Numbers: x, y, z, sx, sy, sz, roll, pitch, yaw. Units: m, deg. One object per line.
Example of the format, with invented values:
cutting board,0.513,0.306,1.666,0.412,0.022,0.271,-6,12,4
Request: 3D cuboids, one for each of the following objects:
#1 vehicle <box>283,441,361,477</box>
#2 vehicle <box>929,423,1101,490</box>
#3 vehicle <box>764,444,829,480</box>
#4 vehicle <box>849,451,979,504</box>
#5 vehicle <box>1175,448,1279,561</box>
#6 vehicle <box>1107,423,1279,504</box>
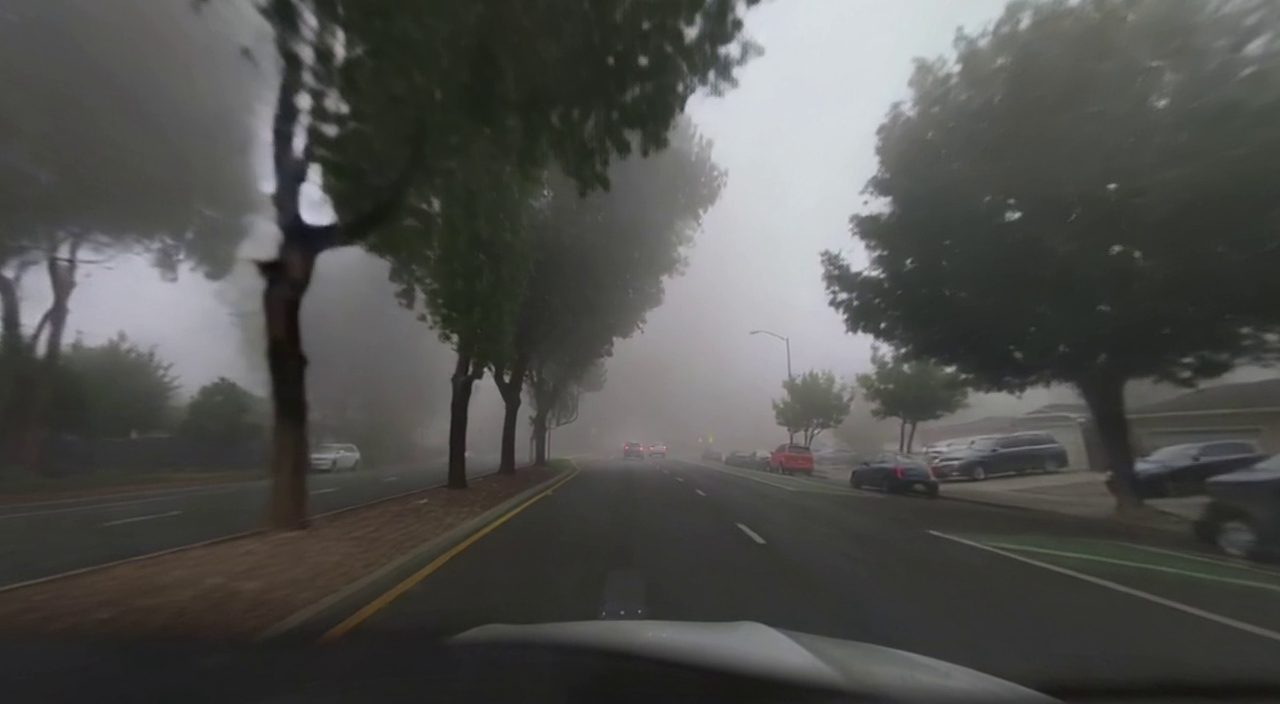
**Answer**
vehicle,-18.165,6.085,36.417,2.016,1.755,5.389,-3,-8,-4
vehicle,15.998,4.429,27.188,5.911,2.054,2.167,-6,-6,-2
vehicle,8.458,5.965,34.713,2.100,1.821,4.991,0,-8,-2
vehicle,9.032,4.140,21.404,2.009,1.493,4.983,0,-8,-2
vehicle,9.579,2.013,7.597,2.034,1.499,5.008,6,-9,1
vehicle,17.182,3.329,19.228,4.060,1.792,2.143,-7,-7,-4
